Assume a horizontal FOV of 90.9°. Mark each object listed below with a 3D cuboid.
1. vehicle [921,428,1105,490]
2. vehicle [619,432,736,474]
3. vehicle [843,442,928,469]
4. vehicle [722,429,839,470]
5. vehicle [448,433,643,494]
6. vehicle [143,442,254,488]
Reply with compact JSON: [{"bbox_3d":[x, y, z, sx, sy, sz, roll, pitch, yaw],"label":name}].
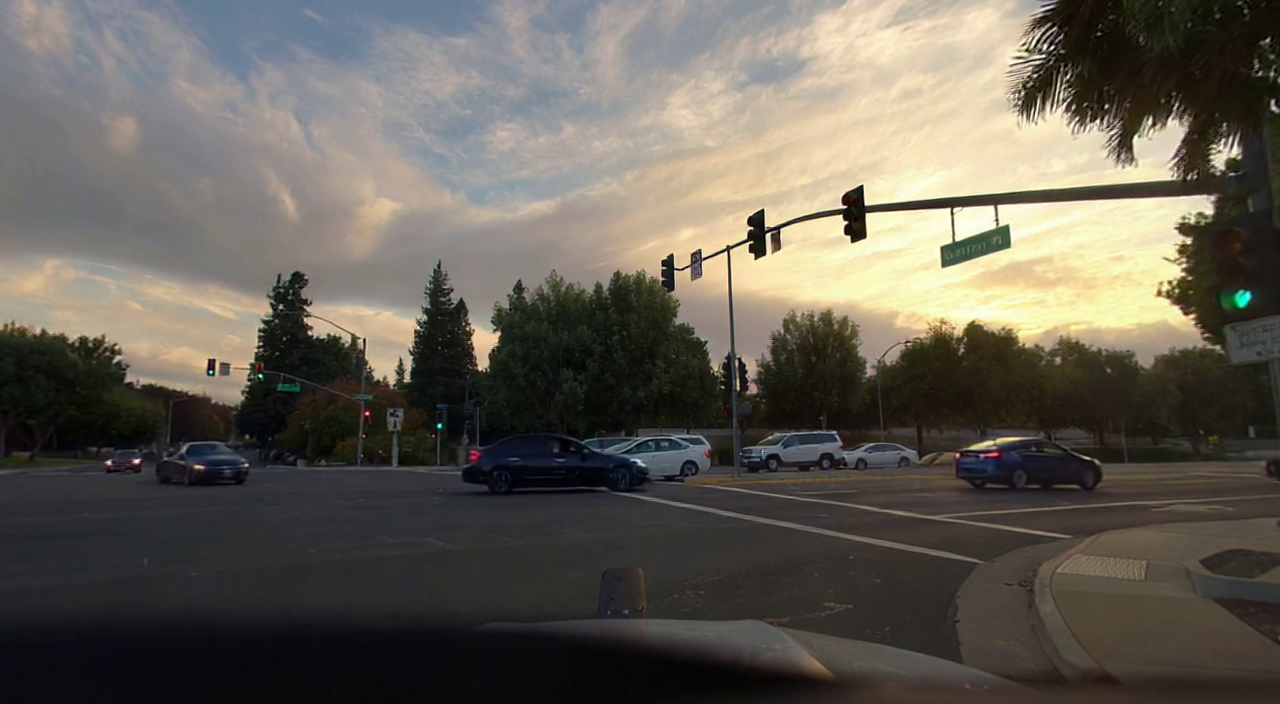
[{"bbox_3d":[12.318,3.473,20.825,5.332,1.807,2.450,4,-9,-24],"label":"vehicle"},{"bbox_3d":[1.562,4.143,26.016,4.483,1.589,1.852,4,-9,-26],"label":"vehicle"},{"bbox_3d":[13.790,5.787,35.397,4.457,1.429,1.862,4,-9,-26],"label":"vehicle"},{"bbox_3d":[7.271,5.057,32.534,5.791,1.964,2.199,5,-10,-26],"label":"vehicle"},{"bbox_3d":[-2.401,2.960,16.892,4.826,1.484,2.000,-1,-8,5],"label":"vehicle"},{"bbox_3d":[-15.804,3.946,22.468,4.589,1.462,1.953,-7,-11,39],"label":"vehicle"}]
